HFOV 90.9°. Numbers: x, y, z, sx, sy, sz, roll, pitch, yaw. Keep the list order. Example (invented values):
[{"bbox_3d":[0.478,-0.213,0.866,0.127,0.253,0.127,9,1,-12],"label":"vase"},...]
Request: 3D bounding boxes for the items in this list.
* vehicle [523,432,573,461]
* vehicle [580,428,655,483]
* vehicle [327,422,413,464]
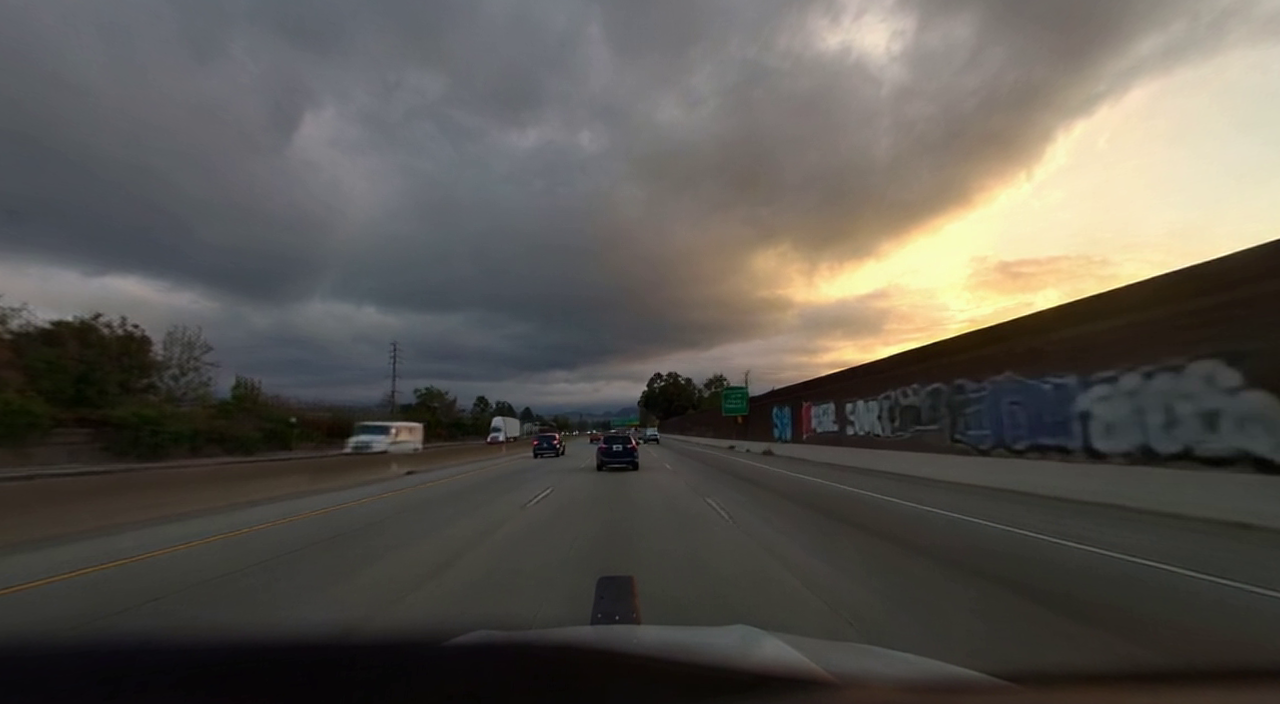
[{"bbox_3d":[-4.876,5.080,33.896,2.022,1.440,4.491,0,-8,0],"label":"vehicle"},{"bbox_3d":[-0.648,3.090,19.116,2.044,1.477,3.693,0,-8,-1],"label":"vehicle"},{"bbox_3d":[-13.417,4.565,31.687,2.115,1.912,5.144,0,-8,-1],"label":"vehicle"}]
